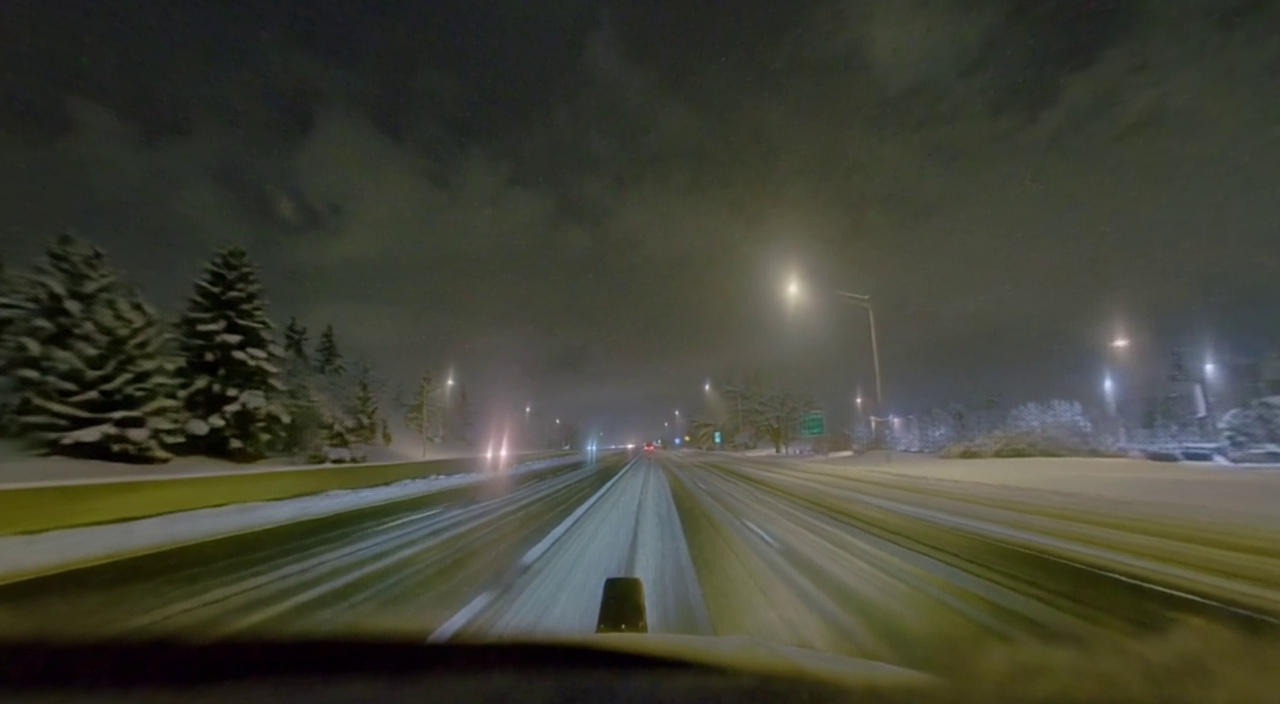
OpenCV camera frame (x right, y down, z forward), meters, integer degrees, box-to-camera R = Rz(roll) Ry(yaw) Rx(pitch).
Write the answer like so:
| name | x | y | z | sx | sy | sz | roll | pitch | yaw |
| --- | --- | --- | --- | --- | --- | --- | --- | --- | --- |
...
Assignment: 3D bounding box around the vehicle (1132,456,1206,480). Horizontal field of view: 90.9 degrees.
| name | x | y | z | sx | sy | sz | roll | pitch | yaw |
| --- | --- | --- | --- | --- | --- | --- | --- | --- | --- |
| vehicle | 39.674 | 8.666 | 47.340 | 3.862 | 1.573 | 1.823 | -2 | -9 | -3 |
